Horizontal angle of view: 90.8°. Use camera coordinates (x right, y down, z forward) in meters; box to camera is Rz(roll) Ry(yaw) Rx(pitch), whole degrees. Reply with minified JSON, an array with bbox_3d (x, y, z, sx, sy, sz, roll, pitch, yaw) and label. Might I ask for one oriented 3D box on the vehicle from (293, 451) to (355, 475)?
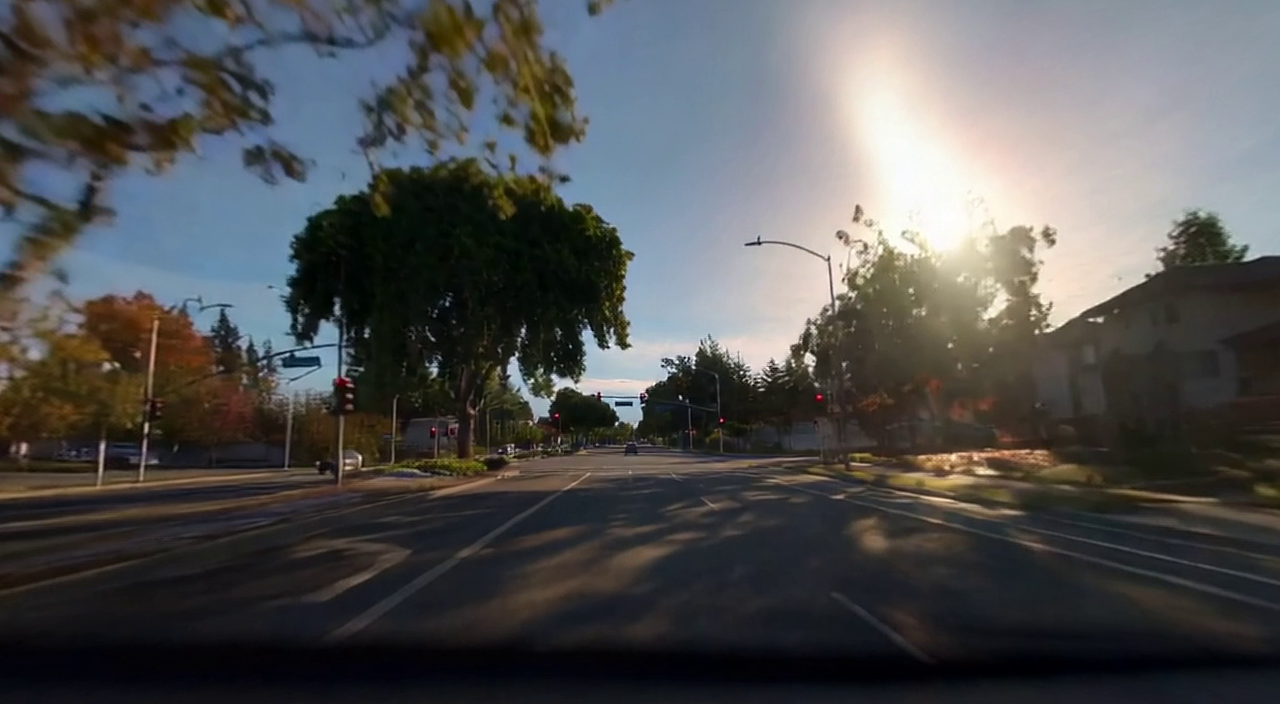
[{"bbox_3d":[-21.885,7.685,43.952,1.864,1.470,4.642,-1,-8,0],"label":"vehicle"}]
